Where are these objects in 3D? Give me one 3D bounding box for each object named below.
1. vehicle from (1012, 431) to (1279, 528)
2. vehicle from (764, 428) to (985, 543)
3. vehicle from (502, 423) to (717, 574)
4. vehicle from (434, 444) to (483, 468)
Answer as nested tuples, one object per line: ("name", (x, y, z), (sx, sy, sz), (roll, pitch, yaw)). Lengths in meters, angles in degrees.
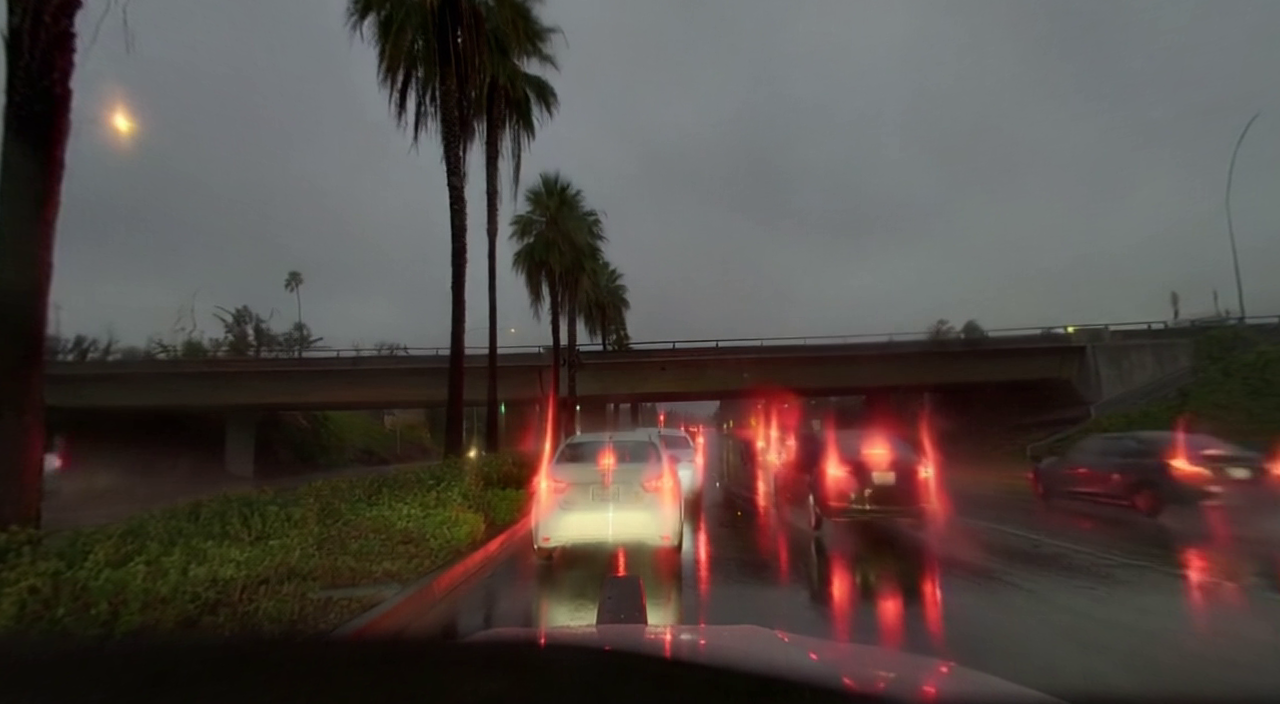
("vehicle", (9.536, 2.306, 12.044), (2.100, 1.469, 4.772), (-1, -9, 4))
("vehicle", (3.624, 2.151, 10.875), (2.034, 1.517, 4.840), (0, -9, 1))
("vehicle", (-0.248, 1.779, 8.413), (2.172, 1.506, 4.018), (0, -9, 2))
("vehicle", (-12.317, 7.062, 42.867), (1.933, 1.486, 4.449), (0, -9, 1))
